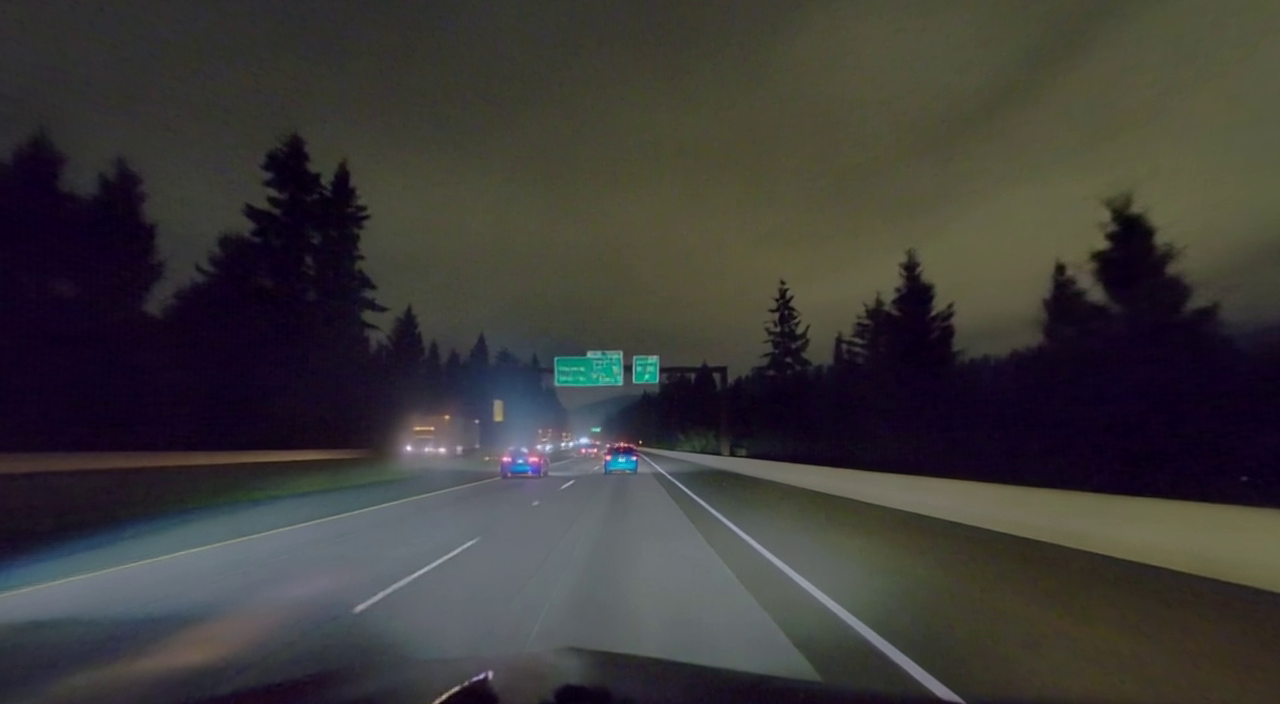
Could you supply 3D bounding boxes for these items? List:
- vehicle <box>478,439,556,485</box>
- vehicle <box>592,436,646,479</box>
[{"bbox_3d":[-4.718,4.301,24.811,2.103,1.588,4.709,-1,-9,0],"label":"vehicle"},{"bbox_3d":[-0.915,4.666,27.939,2.220,1.711,4.056,0,-9,-1],"label":"vehicle"}]
